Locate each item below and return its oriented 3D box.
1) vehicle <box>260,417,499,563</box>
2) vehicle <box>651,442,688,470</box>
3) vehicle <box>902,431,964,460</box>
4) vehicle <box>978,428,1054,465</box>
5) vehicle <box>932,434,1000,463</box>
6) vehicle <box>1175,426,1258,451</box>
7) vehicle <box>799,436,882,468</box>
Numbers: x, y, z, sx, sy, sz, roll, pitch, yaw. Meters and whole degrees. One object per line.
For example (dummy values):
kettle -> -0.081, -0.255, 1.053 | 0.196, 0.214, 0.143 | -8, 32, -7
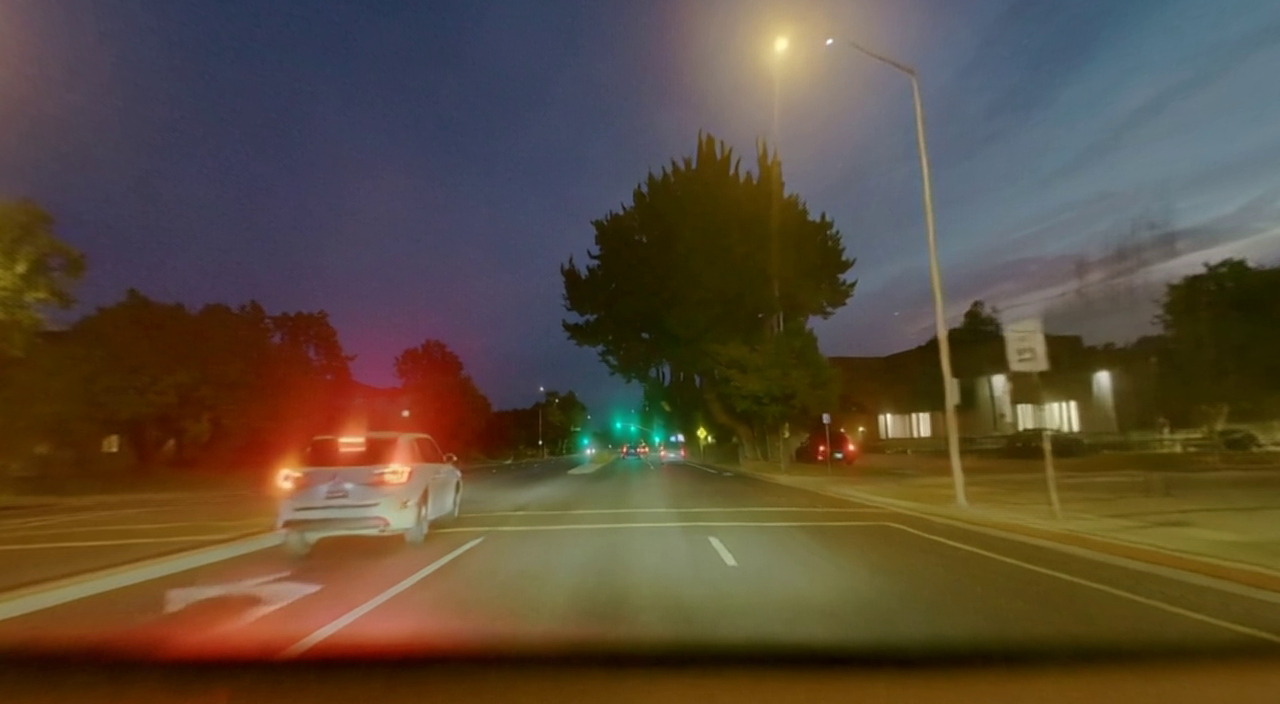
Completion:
vehicle -> -3.652, 2.008, 10.065 | 2.205, 1.706, 4.904 | 1, -8, -7
vehicle -> 1.702, 6.256, 38.263 | 2.003, 1.614, 4.072 | 0, -8, -1
vehicle -> 18.060, 5.750, 38.827 | 2.043, 1.691, 4.436 | -8, -12, 43
vehicle -> 18.661, 4.658, 31.266 | 2.150, 1.659, 4.678 | -8, -12, 43
vehicle -> 18.100, 5.329, 34.988 | 2.106, 1.460, 4.389 | -8, -12, 43
vehicle -> 40.534, 6.135, 44.558 | 2.496, 1.662, 4.040 | -2, -9, 11
vehicle -> 10.442, 5.215, 33.148 | 1.903, 1.569, 3.751 | 6, -10, -34
